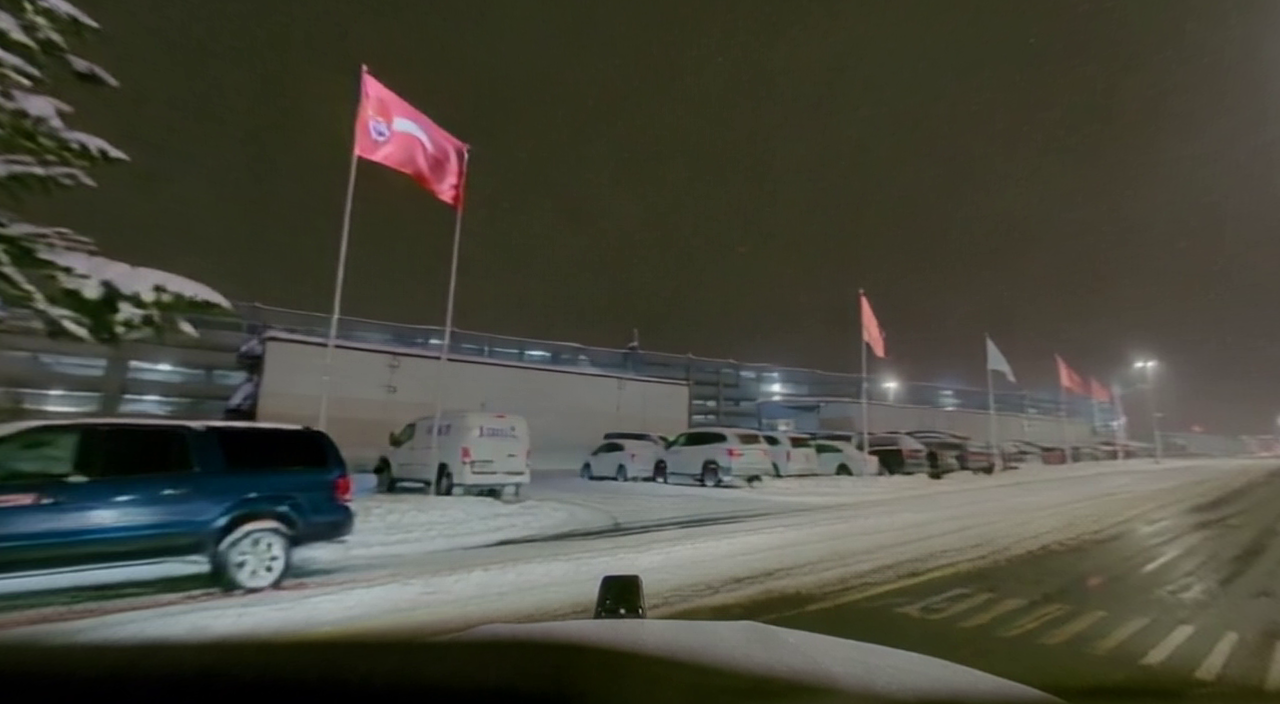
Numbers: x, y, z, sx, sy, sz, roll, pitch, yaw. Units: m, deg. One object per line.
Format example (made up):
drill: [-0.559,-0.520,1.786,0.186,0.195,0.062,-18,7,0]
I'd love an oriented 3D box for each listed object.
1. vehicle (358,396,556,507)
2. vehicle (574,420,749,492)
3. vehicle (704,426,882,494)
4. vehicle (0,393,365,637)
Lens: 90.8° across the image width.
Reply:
vehicle: [-4.945,2.549,16.421,2.491,2.324,5.986,7,-11,-41]
vehicle: [0.493,3.526,22.161,2.228,2.126,6.632,5,-9,-40]
vehicle: [5.640,4.033,24.347,2.242,2.227,6.505,5,-9,-41]
vehicle: [-5.576,1.401,5.913,4.992,1.894,2.043,8,-11,-42]
